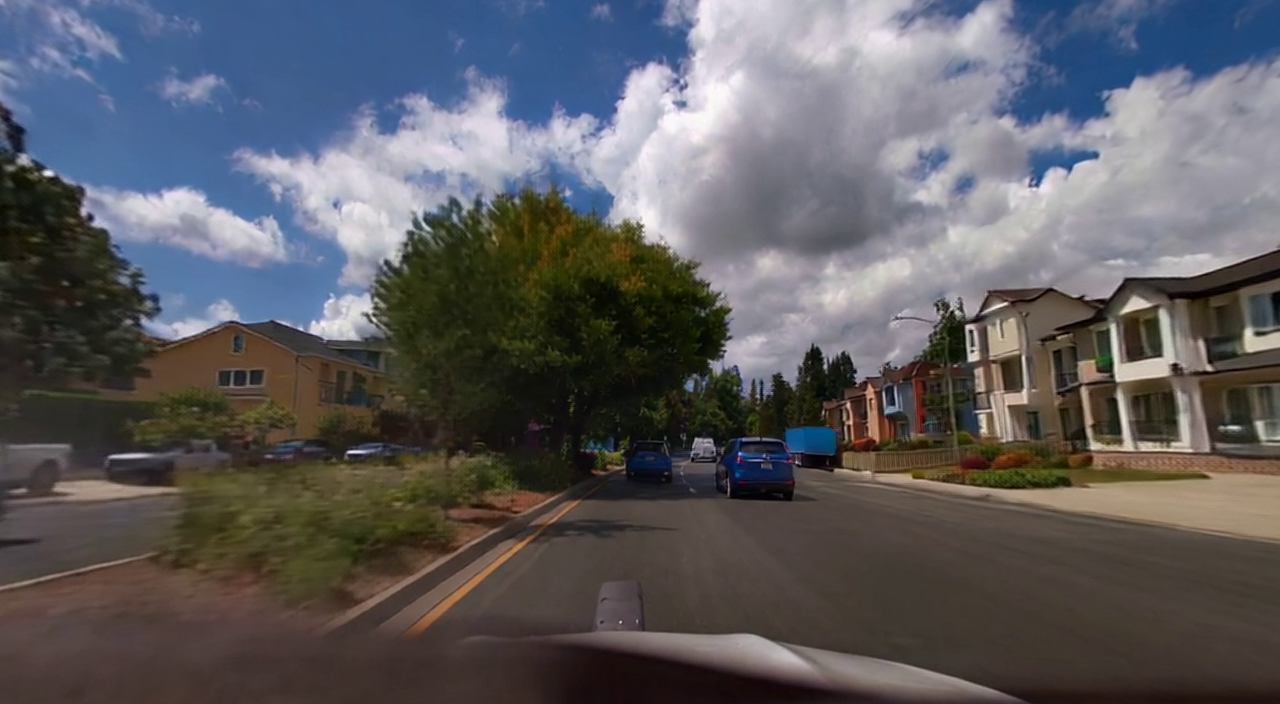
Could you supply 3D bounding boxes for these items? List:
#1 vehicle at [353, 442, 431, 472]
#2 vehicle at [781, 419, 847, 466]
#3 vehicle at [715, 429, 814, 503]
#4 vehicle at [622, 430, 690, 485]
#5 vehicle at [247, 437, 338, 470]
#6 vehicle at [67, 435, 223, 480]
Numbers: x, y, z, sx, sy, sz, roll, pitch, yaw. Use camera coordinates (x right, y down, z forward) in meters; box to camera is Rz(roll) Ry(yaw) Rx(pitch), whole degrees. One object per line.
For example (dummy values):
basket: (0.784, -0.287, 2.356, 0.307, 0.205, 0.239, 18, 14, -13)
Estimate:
vehicle: (-12.981, 5.539, 33.491, 1.884, 1.454, 4.858, 0, -9, 4)
vehicle: (12.999, 6.896, 47.793, 3.705, 3.221, 6.779, 0, -9, 6)
vehicle: (3.398, 3.206, 18.168, 2.033, 1.823, 4.409, 1, -9, 1)
vehicle: (0.649, 4.061, 24.558, 2.345, 1.841, 5.032, 1, -9, 2)
vehicle: (-18.254, 5.398, 33.474, 2.010, 1.609, 4.549, 0, -10, 3)
vehicle: (-18.742, 4.061, 24.296, 1.961, 1.556, 4.791, -1, -10, 2)
